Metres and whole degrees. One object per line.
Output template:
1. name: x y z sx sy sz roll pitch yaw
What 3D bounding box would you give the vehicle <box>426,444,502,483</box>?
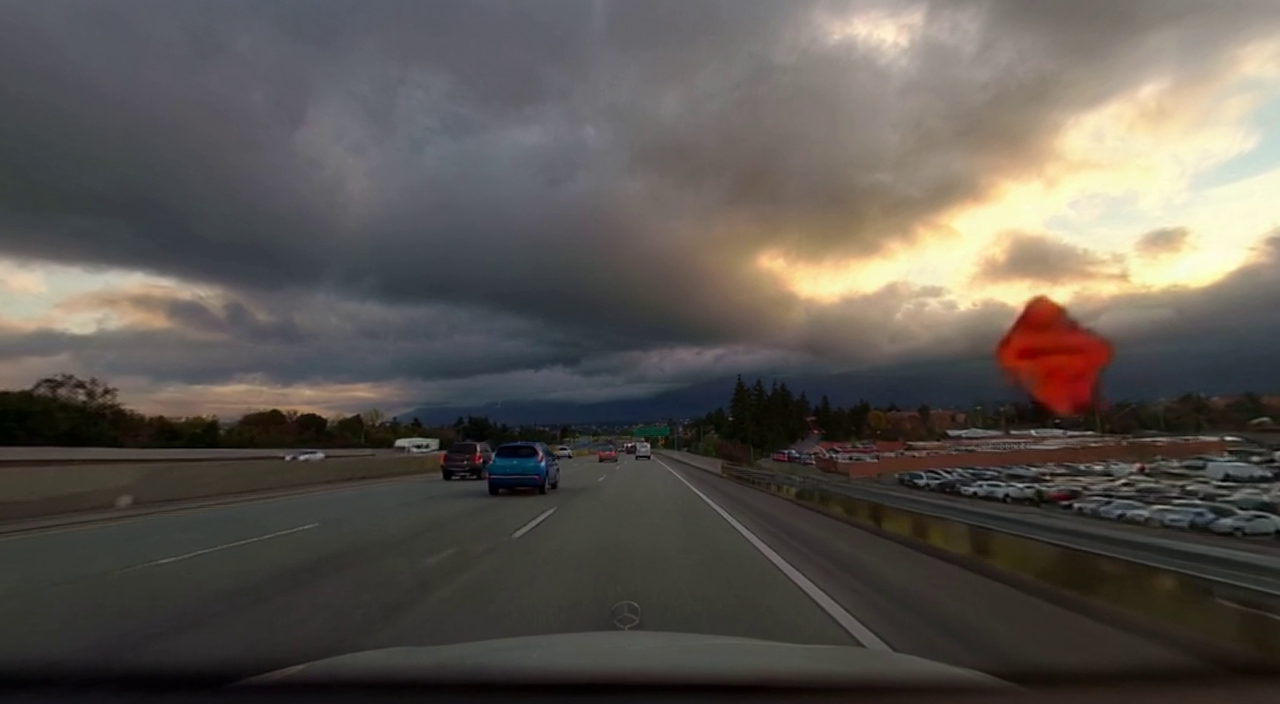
1. vehicle: -7.557 4.822 27.570 1.991 1.538 4.360 0 -9 1

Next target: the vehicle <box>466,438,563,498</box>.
1. vehicle: -3.793 3.595 19.903 2.070 1.665 4.213 0 -9 2
